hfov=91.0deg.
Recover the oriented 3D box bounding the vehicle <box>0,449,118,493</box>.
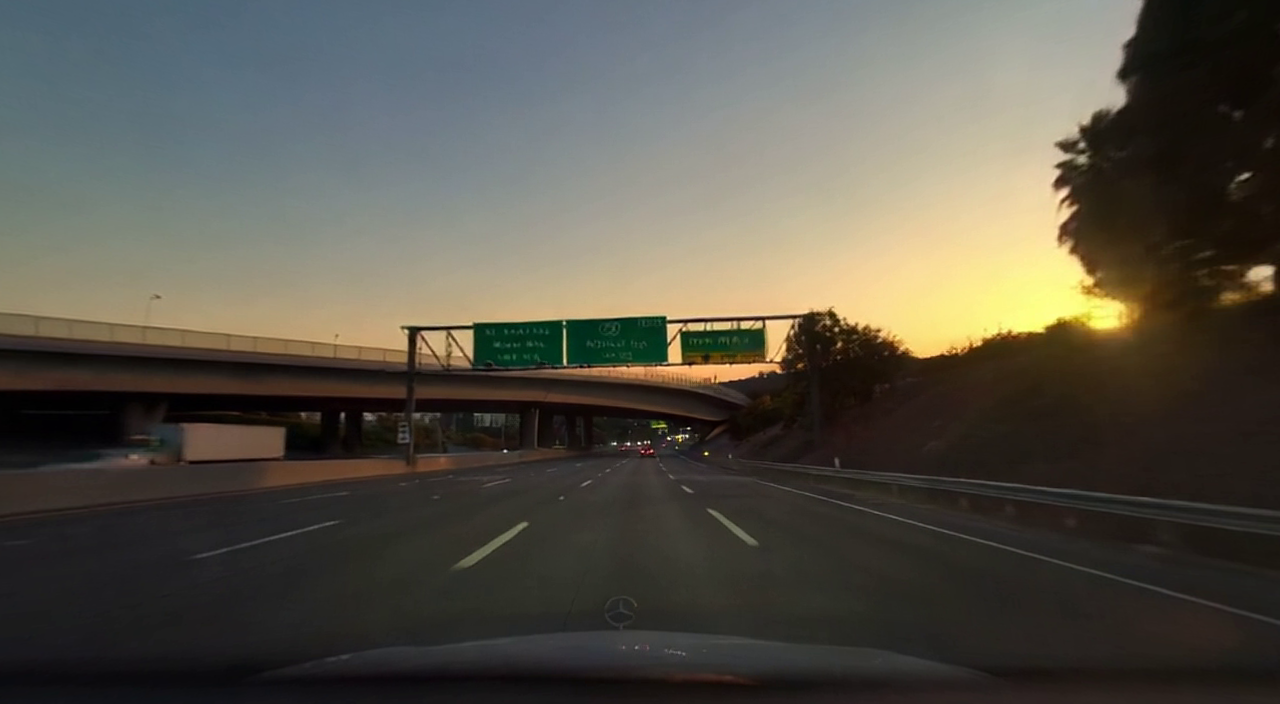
[{"bbox_3d":[-24.399,4.828,25.939,1.946,1.620,4.287,-1,-9,2],"label":"vehicle"}]

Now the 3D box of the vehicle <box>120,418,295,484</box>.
[{"bbox_3d":[-27.784,6.494,41.624,3.007,3.740,11.544,0,-9,2],"label":"vehicle"}]
